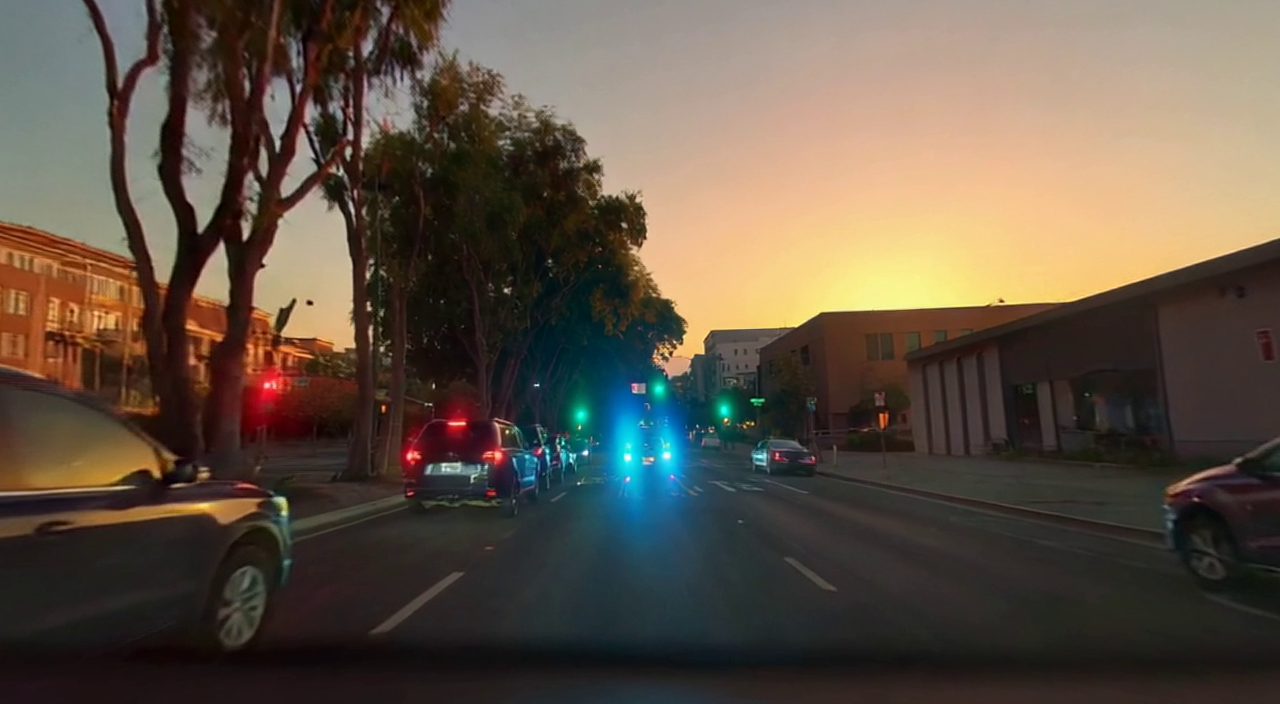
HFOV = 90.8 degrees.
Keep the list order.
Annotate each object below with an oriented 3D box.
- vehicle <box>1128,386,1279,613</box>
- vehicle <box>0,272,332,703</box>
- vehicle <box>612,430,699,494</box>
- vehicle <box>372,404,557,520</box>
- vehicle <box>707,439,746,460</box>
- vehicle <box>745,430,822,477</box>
[{"bbox_3d":[6.517,1.172,4.820,1.997,1.943,4.409,0,-9,0],"label":"vehicle"},{"bbox_3d":[-3.434,0.694,2.228,2.223,1.957,4.845,0,-9,0],"label":"vehicle"},{"bbox_3d":[0.313,3.112,18.176,2.201,1.589,3.843,0,-9,-3],"label":"vehicle"},{"bbox_3d":[-3.326,2.241,13.243,2.487,1.978,4.628,0,-9,0],"label":"vehicle"},{"bbox_3d":[6.225,7.081,45.895,1.986,1.477,4.510,0,-9,-3],"label":"vehicle"},{"bbox_3d":[6.332,4.540,28.487,2.300,1.903,4.579,0,-9,-1],"label":"vehicle"}]
